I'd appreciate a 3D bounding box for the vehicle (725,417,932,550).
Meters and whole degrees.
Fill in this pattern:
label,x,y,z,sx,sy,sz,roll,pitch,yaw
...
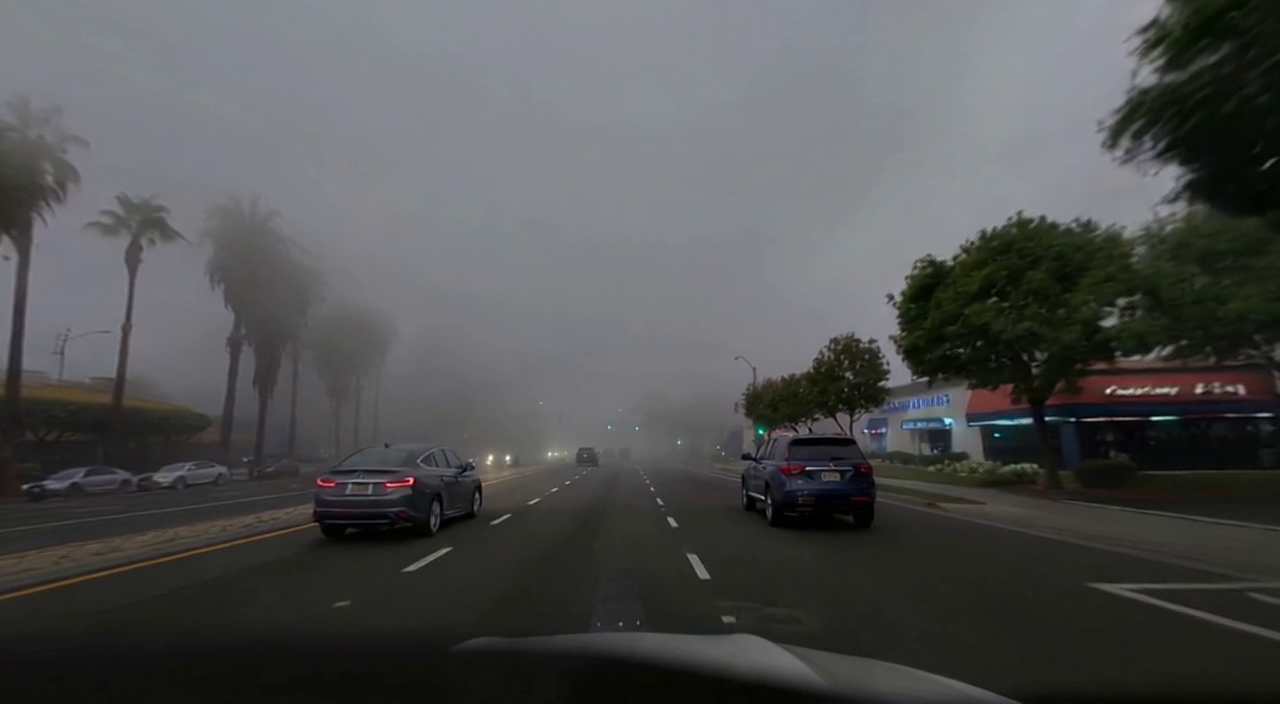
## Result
label,x,y,z,sx,sy,sz,roll,pitch,yaw
vehicle,2.750,2.050,10.434,1.982,1.711,4.276,0,-9,-2

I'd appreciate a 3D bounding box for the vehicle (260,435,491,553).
label,x,y,z,sx,sy,sz,roll,pitch,yaw
vehicle,-3.902,2.153,10.235,2.034,1.498,3.995,0,-9,-1

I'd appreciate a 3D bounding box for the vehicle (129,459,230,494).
label,x,y,z,sx,sy,sz,roll,pitch,yaw
vehicle,-23.513,6.361,32.500,1.926,1.483,4.349,-2,-9,0

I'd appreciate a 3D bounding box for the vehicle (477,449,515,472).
label,x,y,z,sx,sy,sz,roll,pitch,yaw
vehicle,-9.997,7.519,44.142,1.970,1.482,4.778,1,-9,-5

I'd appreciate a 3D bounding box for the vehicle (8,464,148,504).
label,x,y,z,sx,sy,sz,roll,pitch,yaw
vehicle,-23.565,5.518,26.763,1.876,1.459,4.411,0,-9,0
